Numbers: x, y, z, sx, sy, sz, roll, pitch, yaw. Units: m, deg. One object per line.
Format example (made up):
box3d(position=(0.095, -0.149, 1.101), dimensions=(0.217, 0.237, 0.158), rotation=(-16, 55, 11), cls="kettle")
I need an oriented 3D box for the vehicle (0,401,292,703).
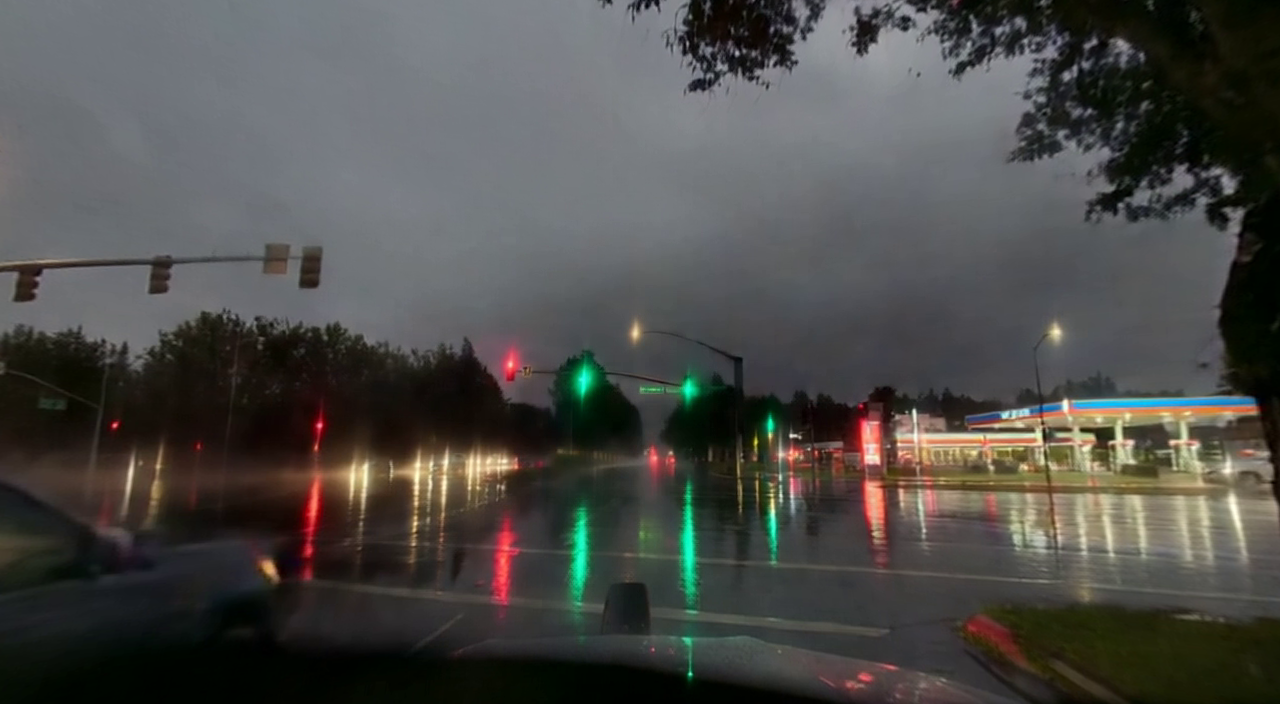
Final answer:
box3d(position=(-3.032, 0.795, 1.235), dimensions=(2.041, 1.483, 4.533), rotation=(0, -9, 1), cls="vehicle")
